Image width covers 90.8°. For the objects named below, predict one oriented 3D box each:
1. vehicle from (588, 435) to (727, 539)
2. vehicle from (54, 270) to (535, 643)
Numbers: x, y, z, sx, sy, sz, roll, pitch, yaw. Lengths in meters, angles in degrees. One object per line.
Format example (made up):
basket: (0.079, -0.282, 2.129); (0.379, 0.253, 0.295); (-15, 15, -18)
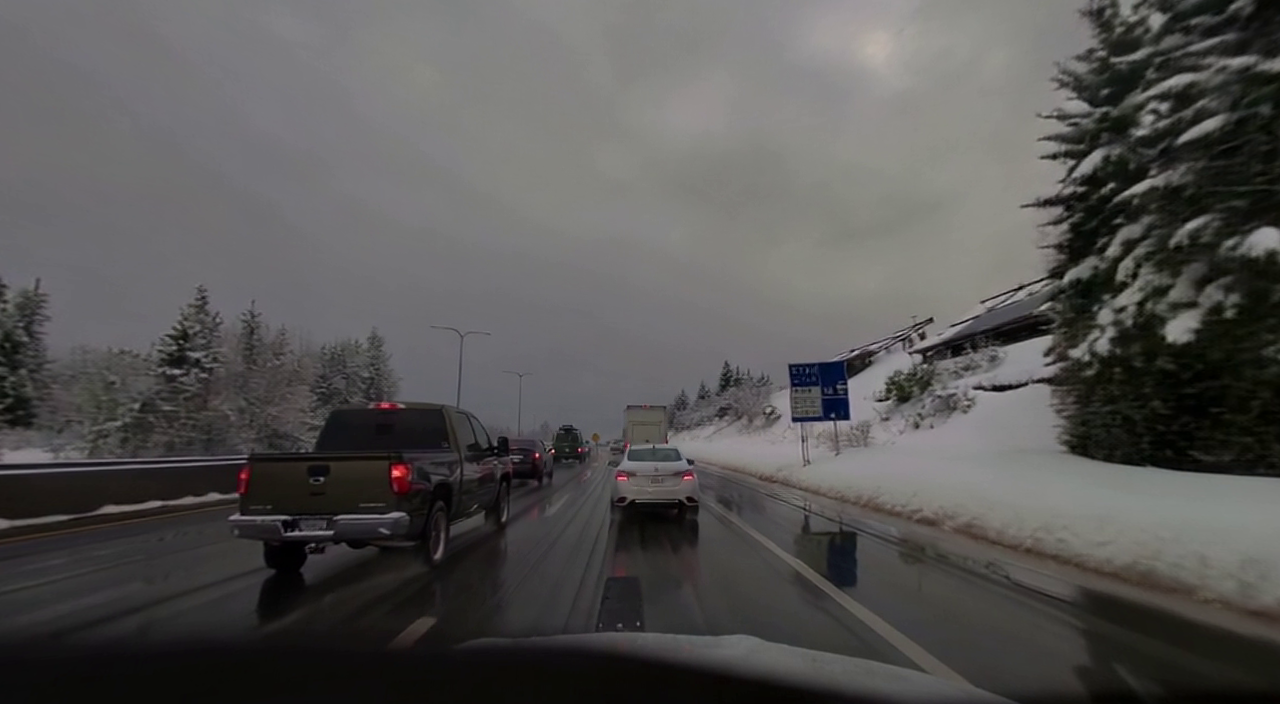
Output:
vehicle: (0.233, 2.277, 11.169); (2.063, 1.507, 3.488); (0, -9, -1)
vehicle: (-3.068, 1.236, 8.068); (2.289, 2.757, 6.726); (0, -9, 0)
